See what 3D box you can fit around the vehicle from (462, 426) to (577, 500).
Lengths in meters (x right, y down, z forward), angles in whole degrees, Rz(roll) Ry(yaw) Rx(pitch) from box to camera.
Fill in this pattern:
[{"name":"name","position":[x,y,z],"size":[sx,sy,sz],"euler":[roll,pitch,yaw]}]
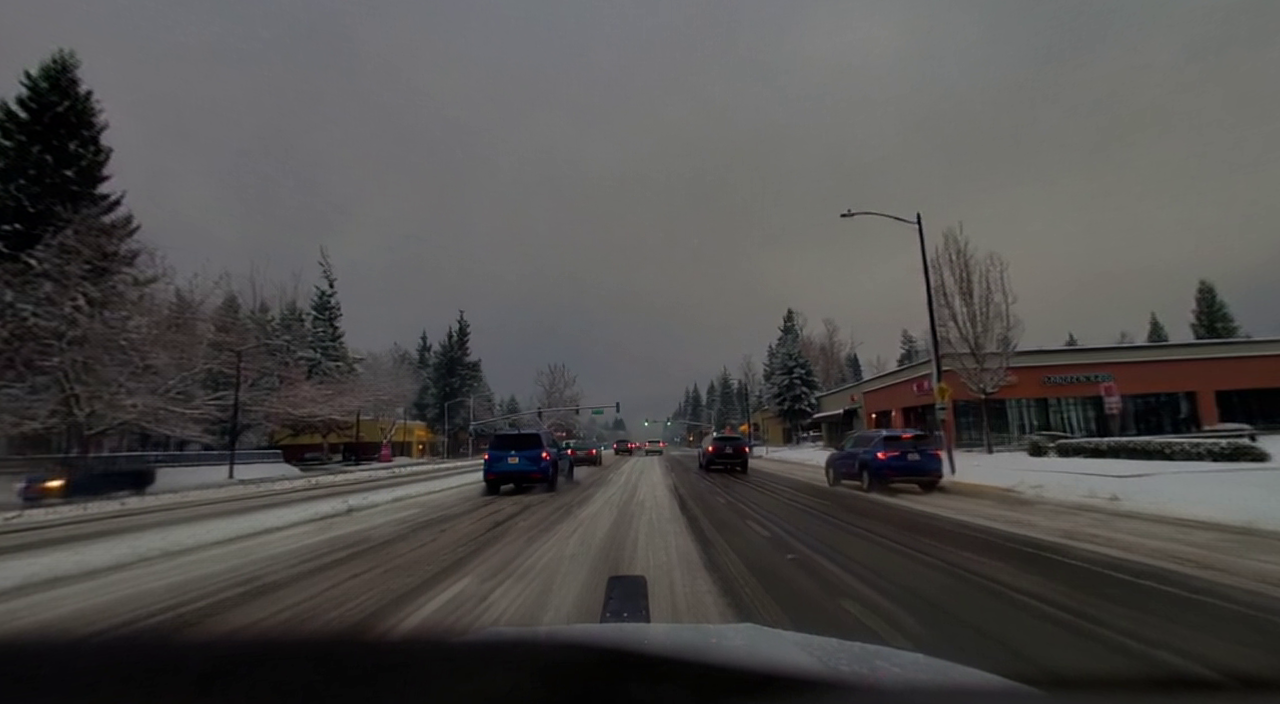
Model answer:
[{"name":"vehicle","position":[-3.049,2.942,17.045],"size":[2.141,1.719,4.379],"euler":[-1,-9,1]}]

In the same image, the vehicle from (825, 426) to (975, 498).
[{"name":"vehicle","position":[6.782,2.932,17.129],"size":[2.088,1.666,4.512],"euler":[0,-9,-1]}]

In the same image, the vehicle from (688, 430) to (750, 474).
[{"name":"vehicle","position":[3.492,4.540,28.676],"size":[2.178,1.804,4.766],"euler":[0,-9,0]}]

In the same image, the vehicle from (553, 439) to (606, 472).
[{"name":"vehicle","position":[-2.874,5.065,30.920],"size":[2.036,1.465,4.301],"euler":[-1,-9,2]}]

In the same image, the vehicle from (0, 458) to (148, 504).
[{"name":"vehicle","position":[-22.977,5.192,25.774],"size":[1.983,1.494,4.832],"euler":[-3,-9,-2]}]

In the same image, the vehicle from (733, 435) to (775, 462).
[{"name":"vehicle","position":[7.911,6.738,44.134],"size":[2.076,1.793,4.464],"euler":[0,-9,0]}]
